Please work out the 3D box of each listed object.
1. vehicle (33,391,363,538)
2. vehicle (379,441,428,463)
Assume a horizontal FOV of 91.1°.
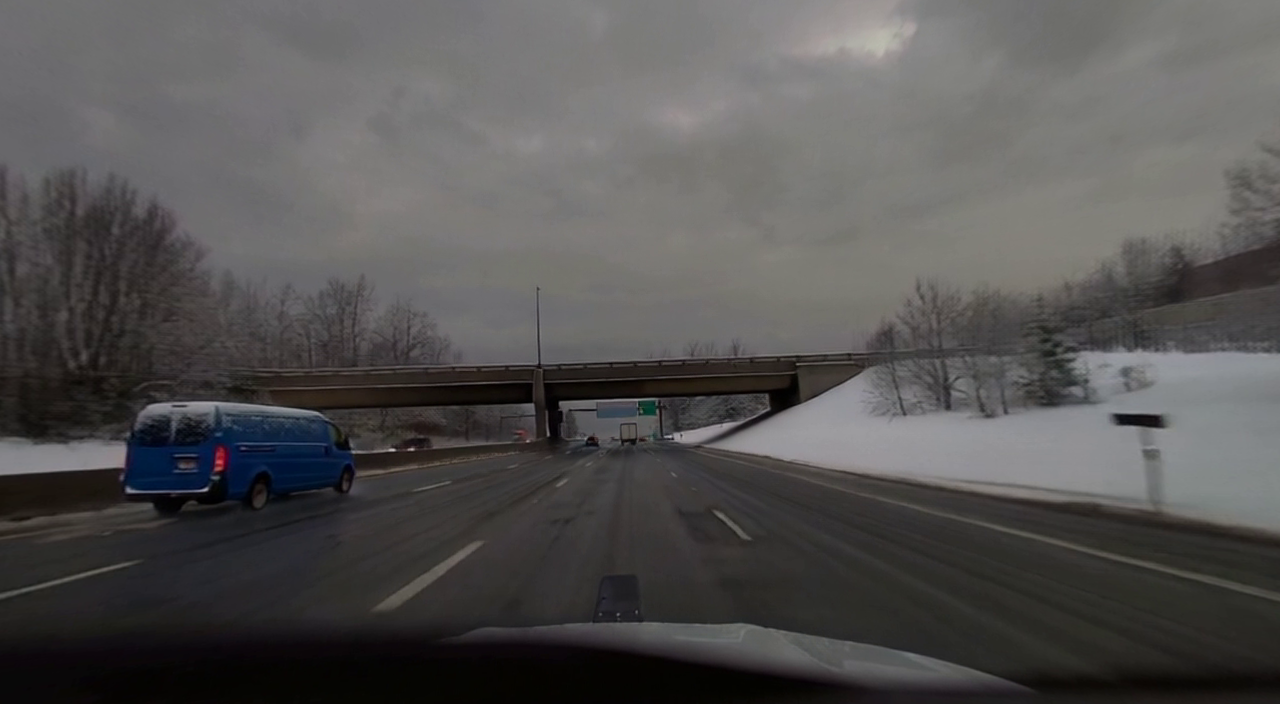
[{"bbox_3d":[-7.244,1.903,11.343,2.150,1.996,5.341,0,-8,-1],"label":"vehicle"},{"bbox_3d":[-16.950,7.179,45.250,1.890,1.468,4.385,0,-8,0],"label":"vehicle"}]
